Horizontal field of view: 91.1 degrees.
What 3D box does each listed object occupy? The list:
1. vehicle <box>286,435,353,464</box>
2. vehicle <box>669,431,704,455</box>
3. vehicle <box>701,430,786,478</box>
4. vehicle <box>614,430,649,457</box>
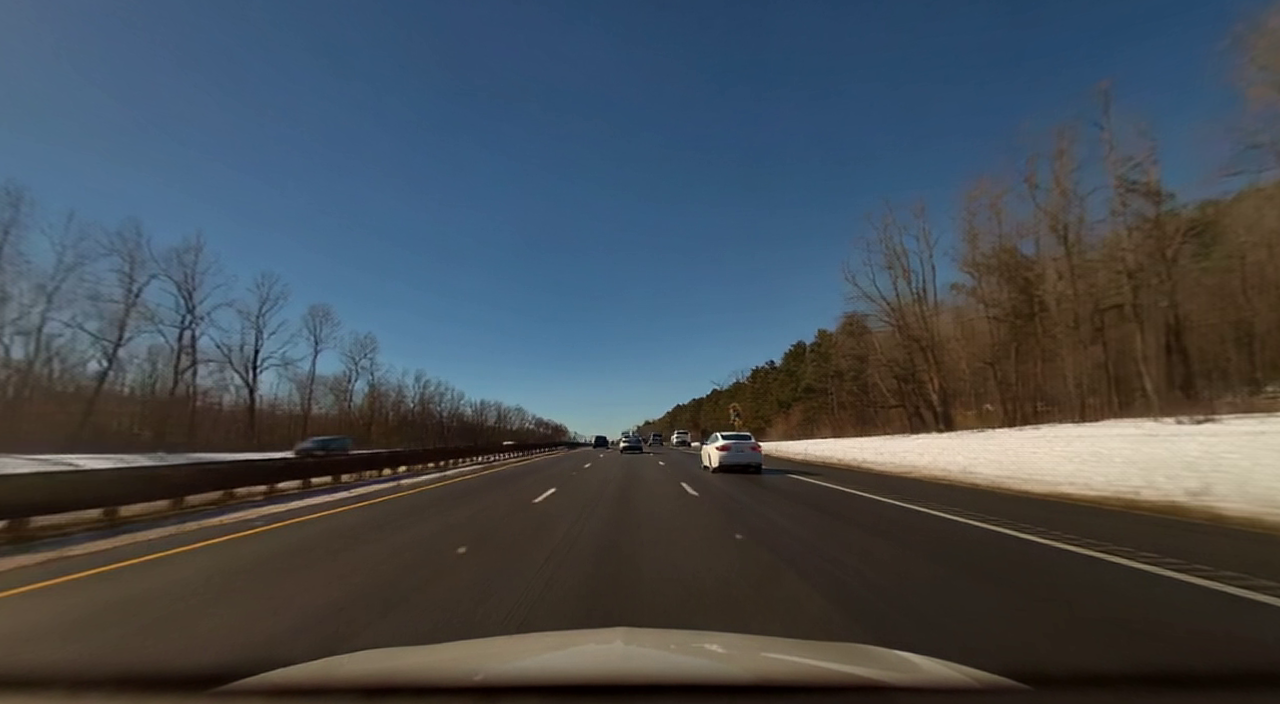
[{"bbox_3d":[-21.130,6.424,41.637,1.948,1.771,4.651,0,-8,0],"label":"vehicle"},{"bbox_3d":[3.304,6.592,45.581,2.098,1.677,4.275,0,-8,-2],"label":"vehicle"},{"bbox_3d":[3.493,3.539,22.179,2.056,1.479,4.660,0,-8,-2],"label":"vehicle"},{"bbox_3d":[-0.614,6.001,41.343,2.182,1.680,4.253,0,-8,-1],"label":"vehicle"}]
